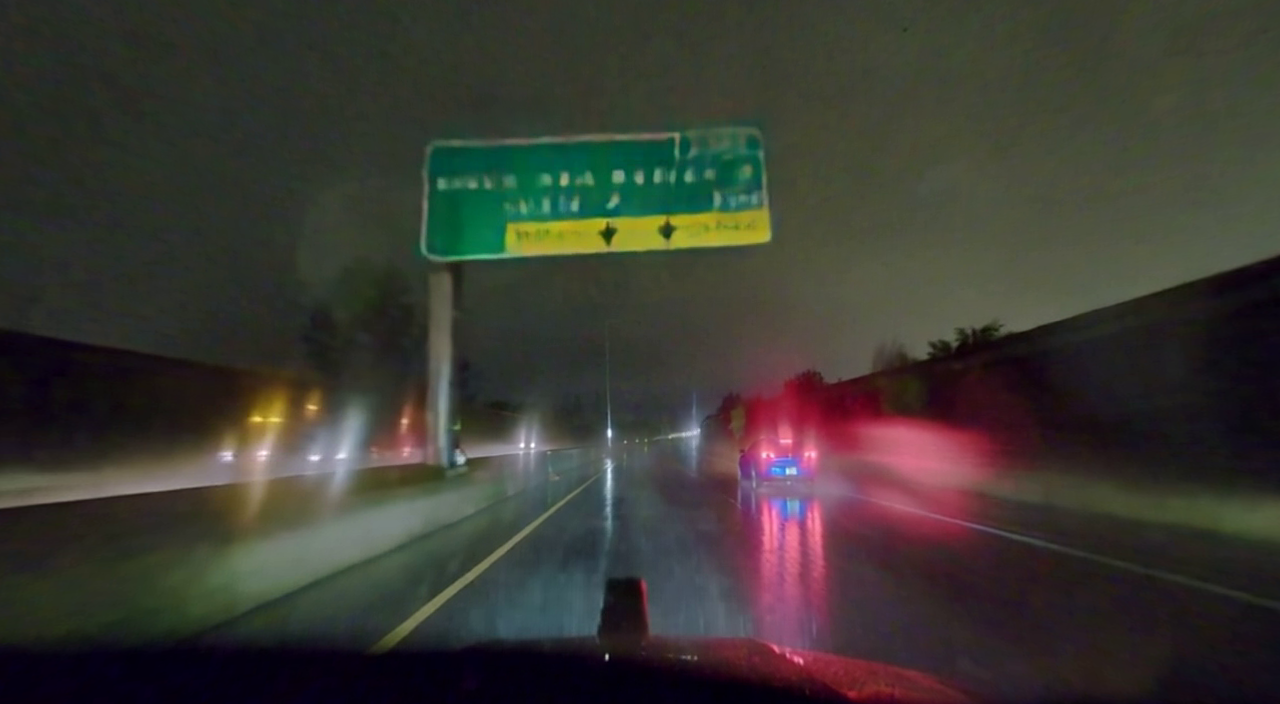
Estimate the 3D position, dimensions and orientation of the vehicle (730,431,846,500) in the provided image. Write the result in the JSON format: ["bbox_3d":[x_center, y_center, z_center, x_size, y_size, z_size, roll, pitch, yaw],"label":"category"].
[{"bbox_3d":[3.627,2.871,16.306,1.997,1.515,4.025,0,-8,0],"label":"vehicle"}]

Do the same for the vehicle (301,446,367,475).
[{"bbox_3d":[-18.038,6.400,37.363,1.930,1.571,3.868,-1,-8,1],"label":"vehicle"}]

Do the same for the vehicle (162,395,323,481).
[{"bbox_3d":[-22.271,4.986,36.273,3.053,4.238,9.169,-1,-8,1],"label":"vehicle"}]
